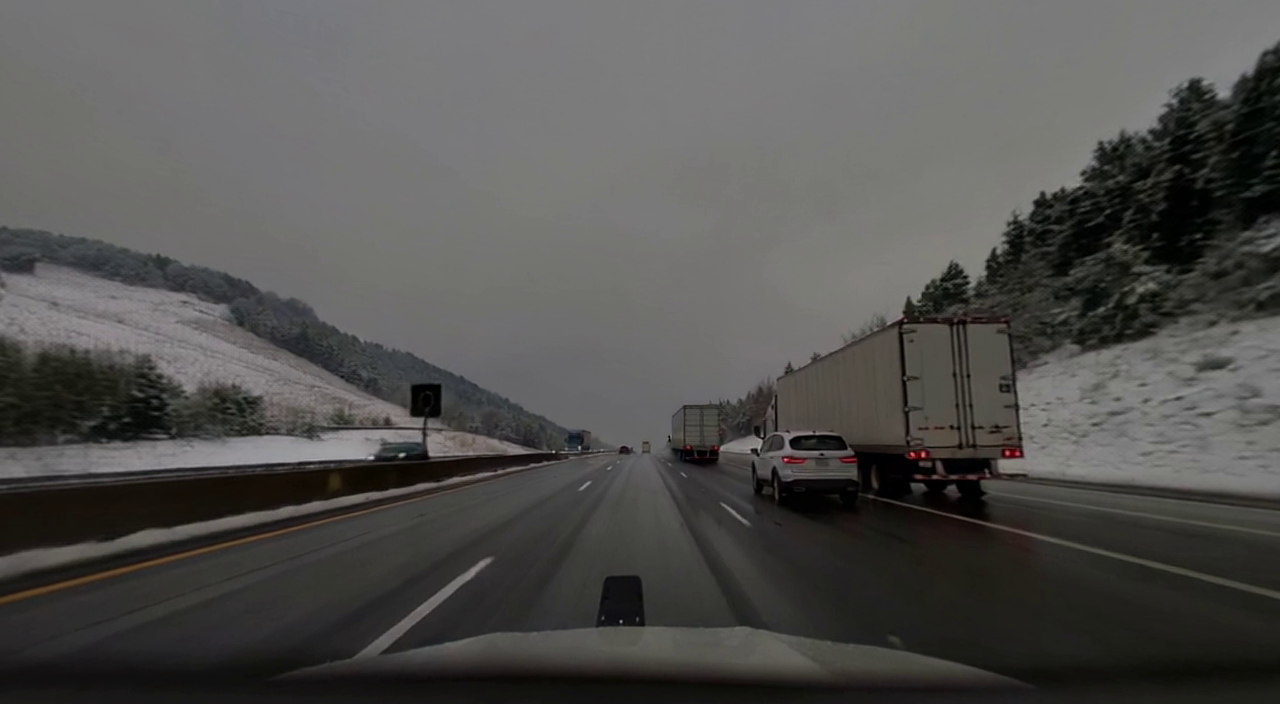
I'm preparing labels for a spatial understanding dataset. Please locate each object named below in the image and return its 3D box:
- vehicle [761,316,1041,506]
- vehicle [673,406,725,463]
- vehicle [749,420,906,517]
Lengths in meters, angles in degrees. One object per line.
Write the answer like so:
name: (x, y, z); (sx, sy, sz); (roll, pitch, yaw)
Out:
vehicle: (7.241, 2.461, 21.919); (2.947, 4.199, 16.175); (0, -9, 0)
vehicle: (4.412, 6.564, 49.331); (3.049, 3.968, 10.706); (0, -9, 0)
vehicle: (3.754, 2.420, 13.530); (2.055, 1.737, 4.224); (0, -9, 0)
